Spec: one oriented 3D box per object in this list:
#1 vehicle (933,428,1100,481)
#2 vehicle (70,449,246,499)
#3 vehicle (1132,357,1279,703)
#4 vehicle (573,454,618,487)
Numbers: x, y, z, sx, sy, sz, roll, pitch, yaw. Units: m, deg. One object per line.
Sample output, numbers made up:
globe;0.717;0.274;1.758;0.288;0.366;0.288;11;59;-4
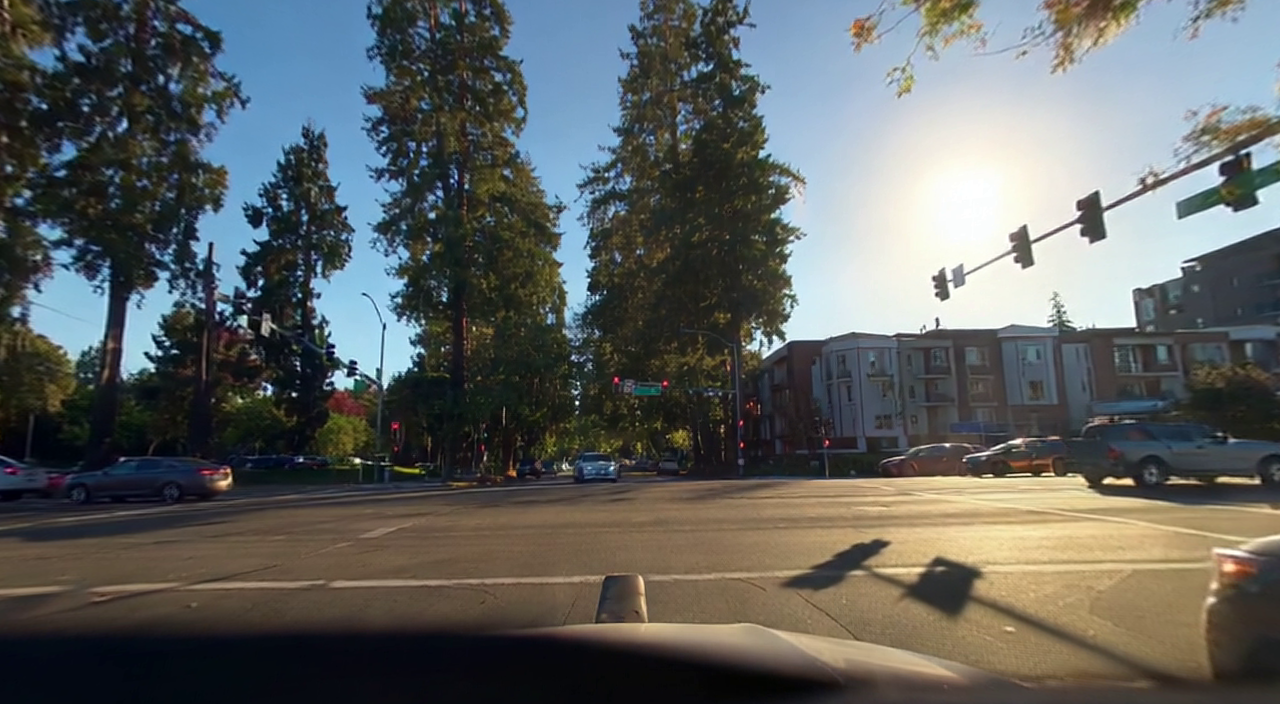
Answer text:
vehicle;17.651;4.844;29.925;6.109;2.348;2.683;0;-8;0
vehicle;-18.730;4.763;24.795;4.798;1.763;2.536;0;-10;0
vehicle;3.756;0.668;1.396;2.227;1.705;4.719;-2;-8;11
vehicle;-2.761;7.142;38.324;2.162;1.740;4.728;1;-8;-10
